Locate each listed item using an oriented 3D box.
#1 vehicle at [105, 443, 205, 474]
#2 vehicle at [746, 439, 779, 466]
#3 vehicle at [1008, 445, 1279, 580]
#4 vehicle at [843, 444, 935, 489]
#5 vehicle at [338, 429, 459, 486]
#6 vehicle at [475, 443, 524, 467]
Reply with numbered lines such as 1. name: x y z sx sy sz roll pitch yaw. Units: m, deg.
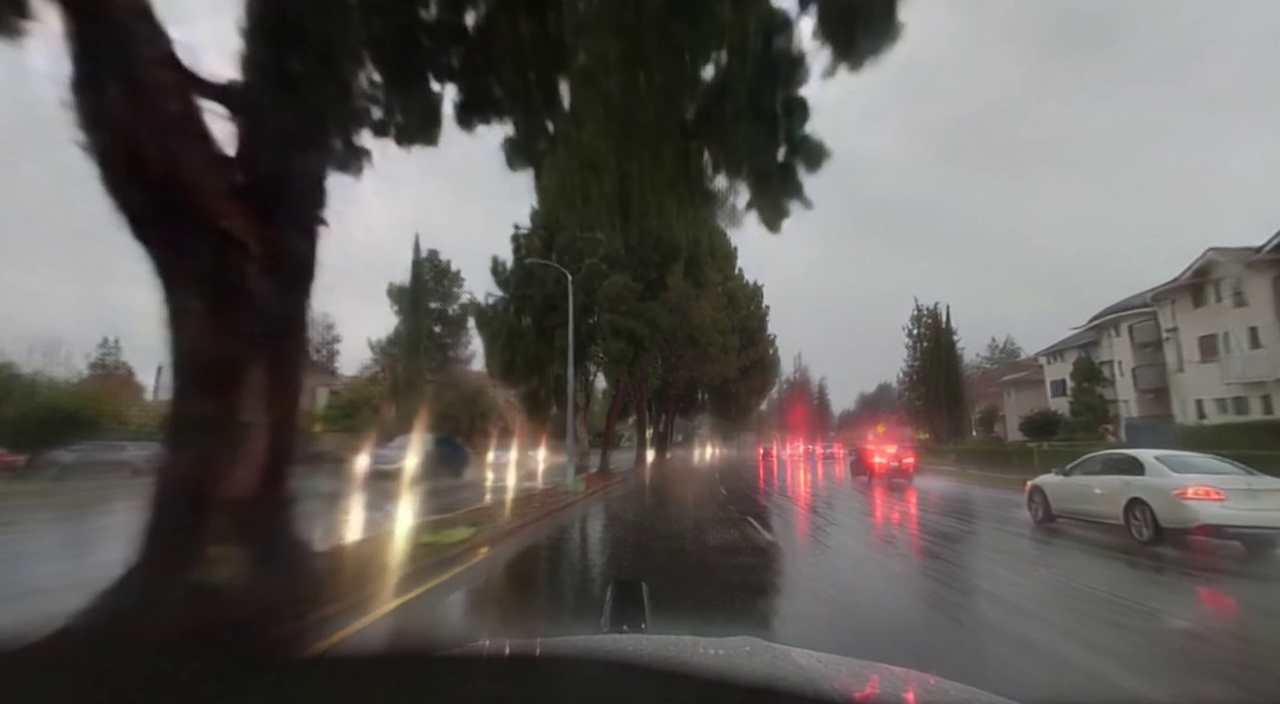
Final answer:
1. vehicle: -33.525 7.338 43.755 2.050 1.962 4.953 -4 -9 26
2. vehicle: 8.124 6.689 42.112 1.991 1.684 4.127 -2 -8 10
3. vehicle: 7.301 2.006 8.829 1.783 1.386 4.433 -1 -8 3
4. vehicle: 8.978 4.122 23.110 1.855 1.444 4.389 -1 -8 4
5. vehicle: -8.057 3.566 21.544 2.024 1.729 4.371 -1 -8 6
6. vehicle: -8.991 6.612 40.597 1.764 1.457 3.794 -2 -8 9
